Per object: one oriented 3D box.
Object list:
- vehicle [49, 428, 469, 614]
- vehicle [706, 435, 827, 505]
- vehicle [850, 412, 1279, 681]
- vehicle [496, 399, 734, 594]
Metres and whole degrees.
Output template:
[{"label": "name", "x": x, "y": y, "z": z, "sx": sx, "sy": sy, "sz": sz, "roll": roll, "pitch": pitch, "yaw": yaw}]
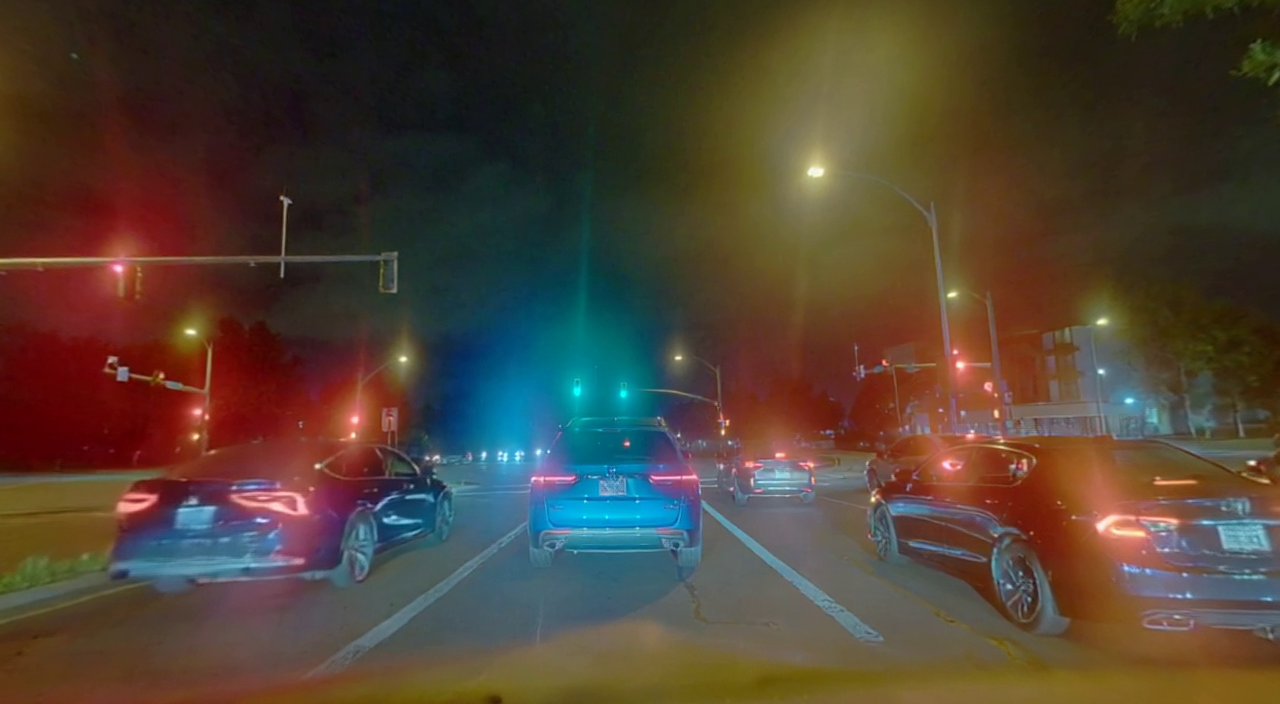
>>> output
[{"label": "vehicle", "x": -3.649, "y": 1.684, "z": 7.352, "sx": 2.063, "sy": 1.454, "sz": 4.553, "roll": 0, "pitch": -8, "yaw": 0}, {"label": "vehicle", "x": 2.967, "y": 2.860, "z": 15.778, "sx": 1.950, "sy": 1.506, "sz": 4.086, "roll": 0, "pitch": -8, "yaw": -3}, {"label": "vehicle", "x": 3.613, "y": 1.392, "z": 5.696, "sx": 1.861, "sy": 1.478, "sz": 4.185, "roll": 0, "pitch": -8, "yaw": -2}, {"label": "vehicle", "x": -0.281, "y": 1.567, "z": 7.634, "sx": 2.101, "sy": 1.707, "sz": 3.904, "roll": 0, "pitch": -8, "yaw": -2}]
